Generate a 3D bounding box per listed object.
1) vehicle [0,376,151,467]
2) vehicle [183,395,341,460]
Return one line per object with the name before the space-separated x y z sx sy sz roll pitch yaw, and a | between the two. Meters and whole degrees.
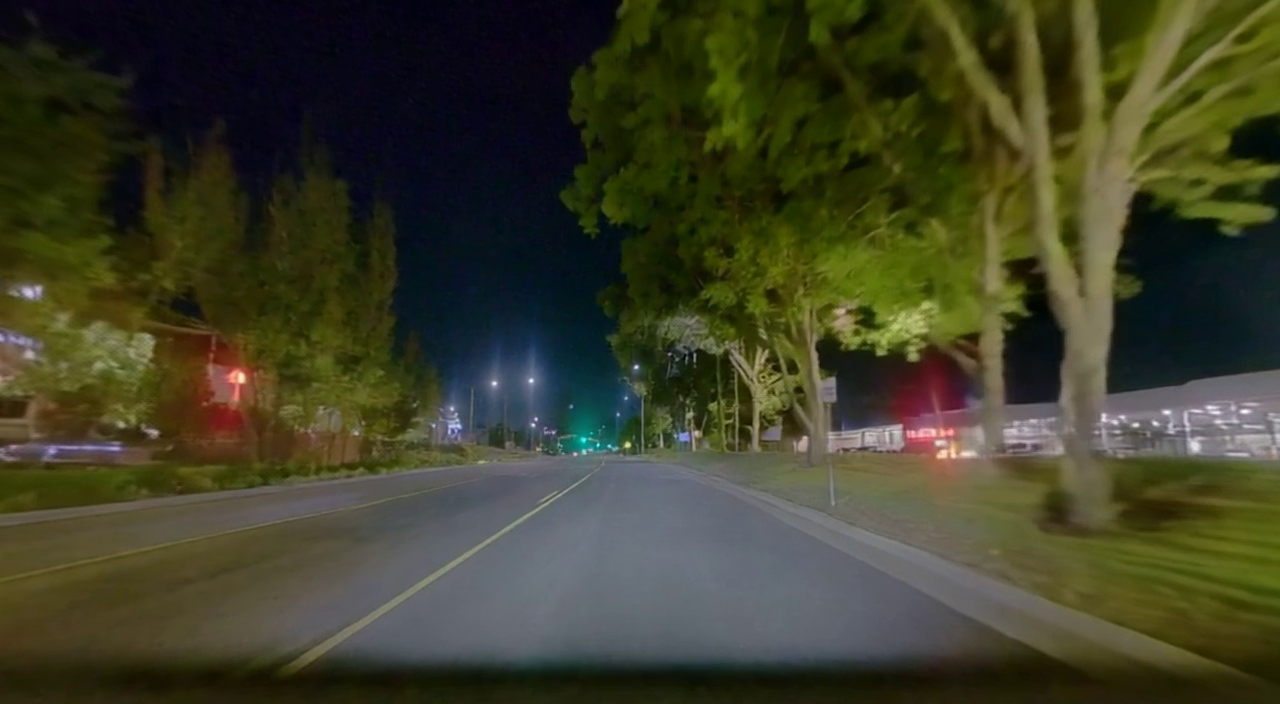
vehicle | -19.544 2.160 19.267 6.919 2.613 2.356 1 -9 -4
vehicle | -19.777 4.025 33.369 6.595 3.267 2.535 0 -9 0
